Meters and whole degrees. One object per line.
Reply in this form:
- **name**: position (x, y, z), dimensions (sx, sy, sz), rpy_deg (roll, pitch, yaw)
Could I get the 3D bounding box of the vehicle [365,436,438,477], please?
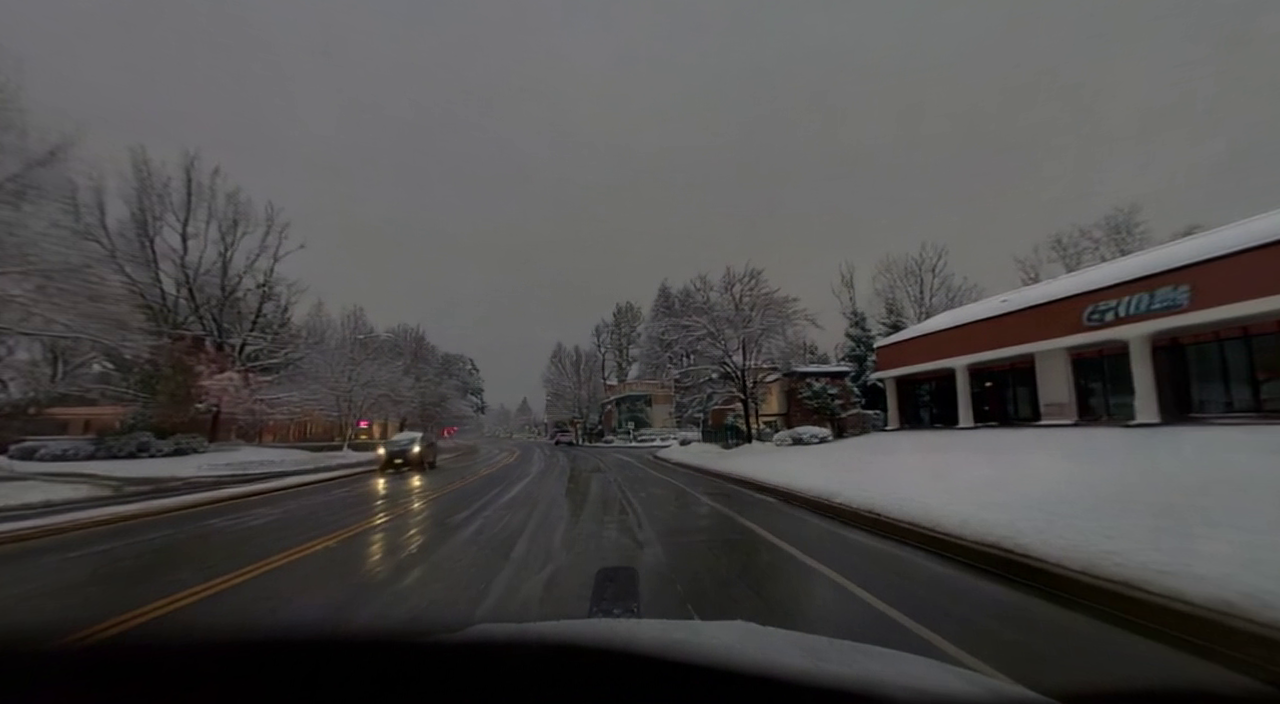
- **vehicle**: position (-9.387, 4.104, 25.091), dimensions (1.912, 1.500, 3.772), rpy_deg (1, -8, -8)
